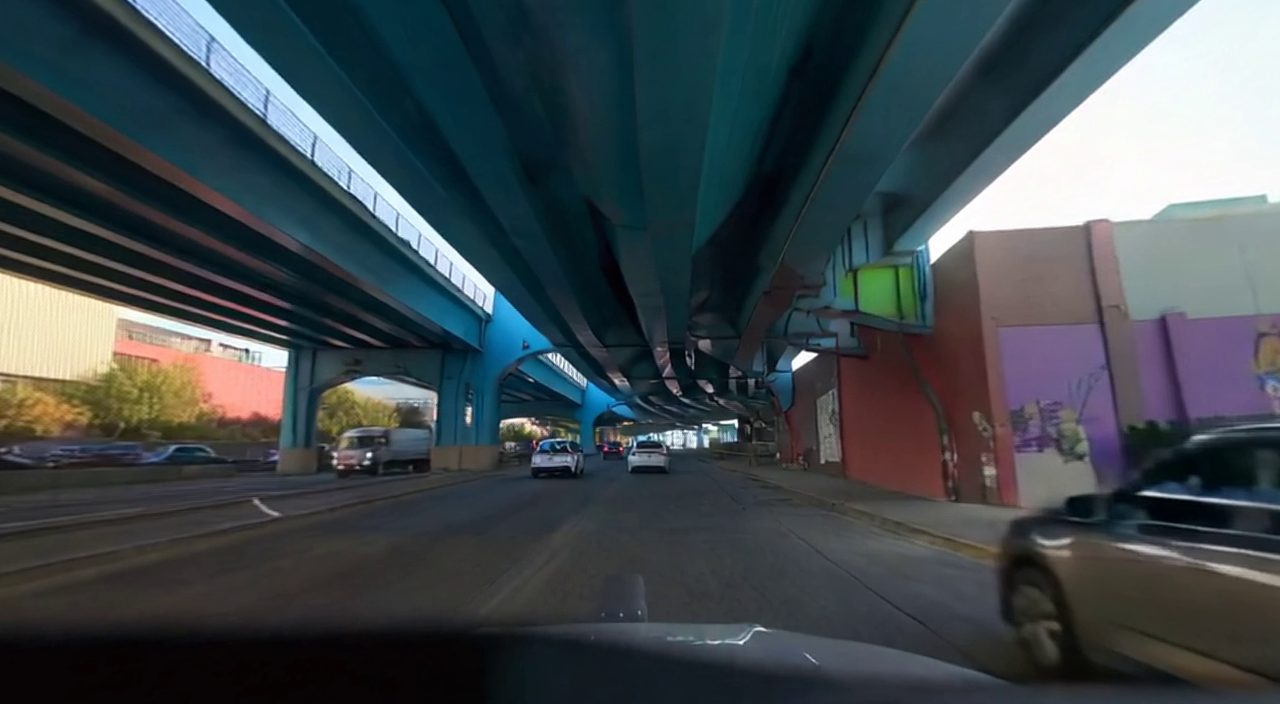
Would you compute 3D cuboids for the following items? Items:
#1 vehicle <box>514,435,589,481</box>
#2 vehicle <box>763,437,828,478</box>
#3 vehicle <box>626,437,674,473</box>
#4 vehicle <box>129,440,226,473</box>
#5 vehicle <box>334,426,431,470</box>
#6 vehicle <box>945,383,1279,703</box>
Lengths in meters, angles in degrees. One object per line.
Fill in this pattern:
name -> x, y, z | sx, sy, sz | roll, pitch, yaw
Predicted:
vehicle -> -3.157, 3.920, 23.581 | 2.024, 1.533, 4.549 | 0, -8, 2
vehicle -> 6.578, 4.495, 27.162 | 2.023, 1.627, 3.971 | 0, -8, 3
vehicle -> 0.497, 4.882, 30.090 | 2.155, 1.571, 3.734 | 0, -8, 1
vehicle -> -28.034, 6.337, 38.530 | 2.174, 1.824, 4.764 | 1, -8, 1
vehicle -> -16.815, 6.339, 41.855 | 3.082, 2.608, 6.994 | -1, -8, 4
vehicle -> 3.338, 0.942, 2.442 | 2.090, 1.575, 4.690 | 0, -8, 2
